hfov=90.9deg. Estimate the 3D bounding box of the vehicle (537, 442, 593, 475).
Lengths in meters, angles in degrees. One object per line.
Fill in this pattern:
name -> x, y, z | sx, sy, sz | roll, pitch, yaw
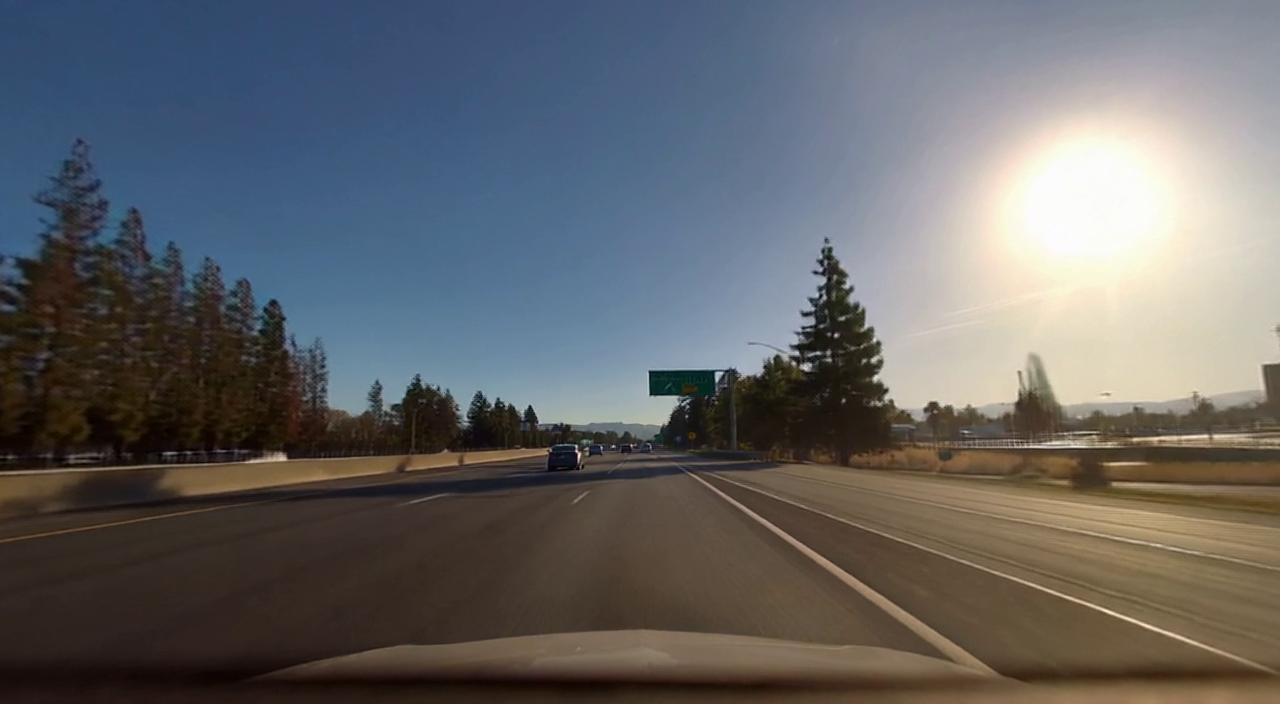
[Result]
vehicle -> -3.468, 5.021, 30.021 | 2.128, 1.450, 4.078 | 0, -8, 1
